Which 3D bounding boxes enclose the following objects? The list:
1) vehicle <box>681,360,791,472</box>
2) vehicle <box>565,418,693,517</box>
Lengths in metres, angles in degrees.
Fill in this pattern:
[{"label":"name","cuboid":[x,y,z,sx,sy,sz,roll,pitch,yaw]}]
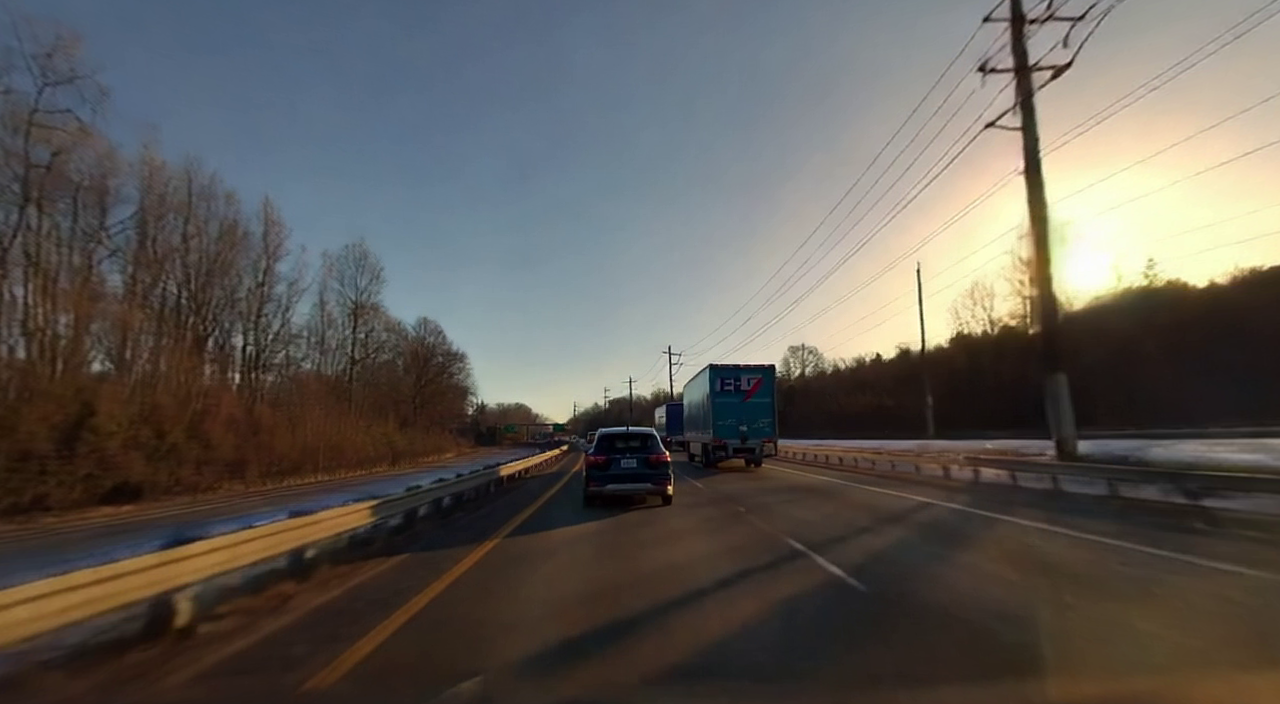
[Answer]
[{"label":"vehicle","cuboid":[3.606,2.818,26.306,2.835,3.872,8.916,0,-8,-2]},{"label":"vehicle","cuboid":[-0.211,2.128,12.130,2.062,1.581,3.914,0,-8,-1]}]
